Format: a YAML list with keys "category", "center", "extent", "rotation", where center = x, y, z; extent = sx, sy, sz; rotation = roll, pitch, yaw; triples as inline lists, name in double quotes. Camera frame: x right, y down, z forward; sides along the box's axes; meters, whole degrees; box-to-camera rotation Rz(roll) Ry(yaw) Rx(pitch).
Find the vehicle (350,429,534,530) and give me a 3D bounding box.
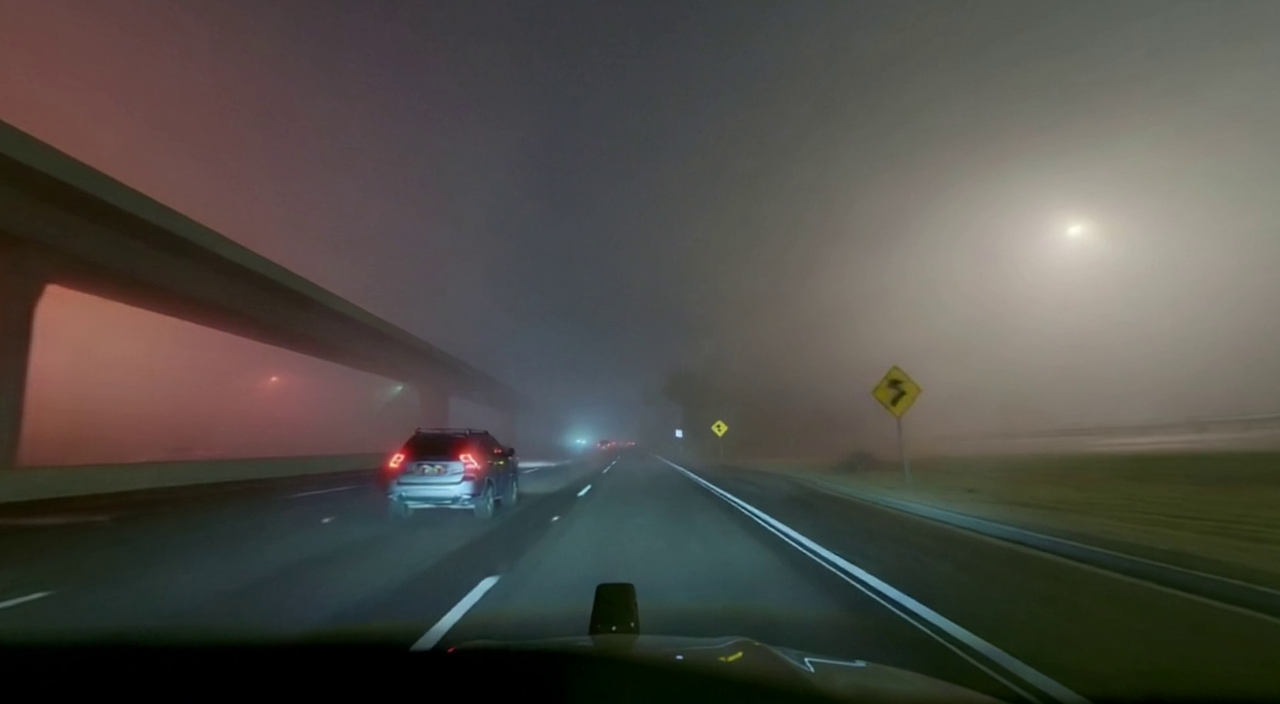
- category: "vehicle"
  center: [-3.371, 2.269, 11.884]
  extent: [1.978, 1.499, 4.695]
  rotation: [0, -8, 0]
